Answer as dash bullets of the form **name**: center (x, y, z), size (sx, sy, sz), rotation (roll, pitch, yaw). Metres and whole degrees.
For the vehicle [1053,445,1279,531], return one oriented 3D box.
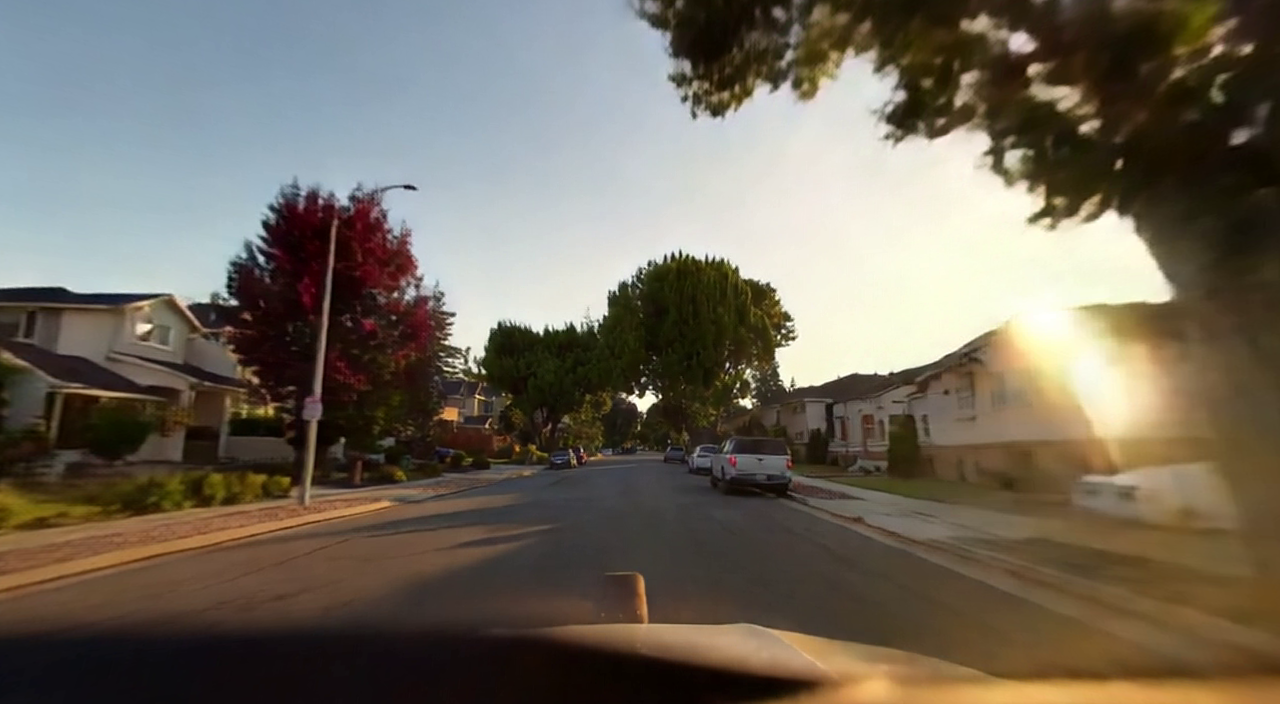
- **vehicle**: center (10.510, 2.343, 11.130), size (5.034, 1.361, 1.928), rotation (0, -9, 0)

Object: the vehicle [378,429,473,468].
- **vehicle**: center (-13.116, 5.901, 38.628), size (4.837, 1.897, 2.228), rotation (4, -8, 5)

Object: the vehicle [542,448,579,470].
- **vehicle**: center (-5.840, 7.947, 46.816), size (2.027, 1.544, 4.959), rotation (0, -9, 0)

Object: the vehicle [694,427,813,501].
- **vehicle**: center (3.764, 3.968, 22.812), size (2.952, 2.216, 7.033), rotation (0, -9, -1)
